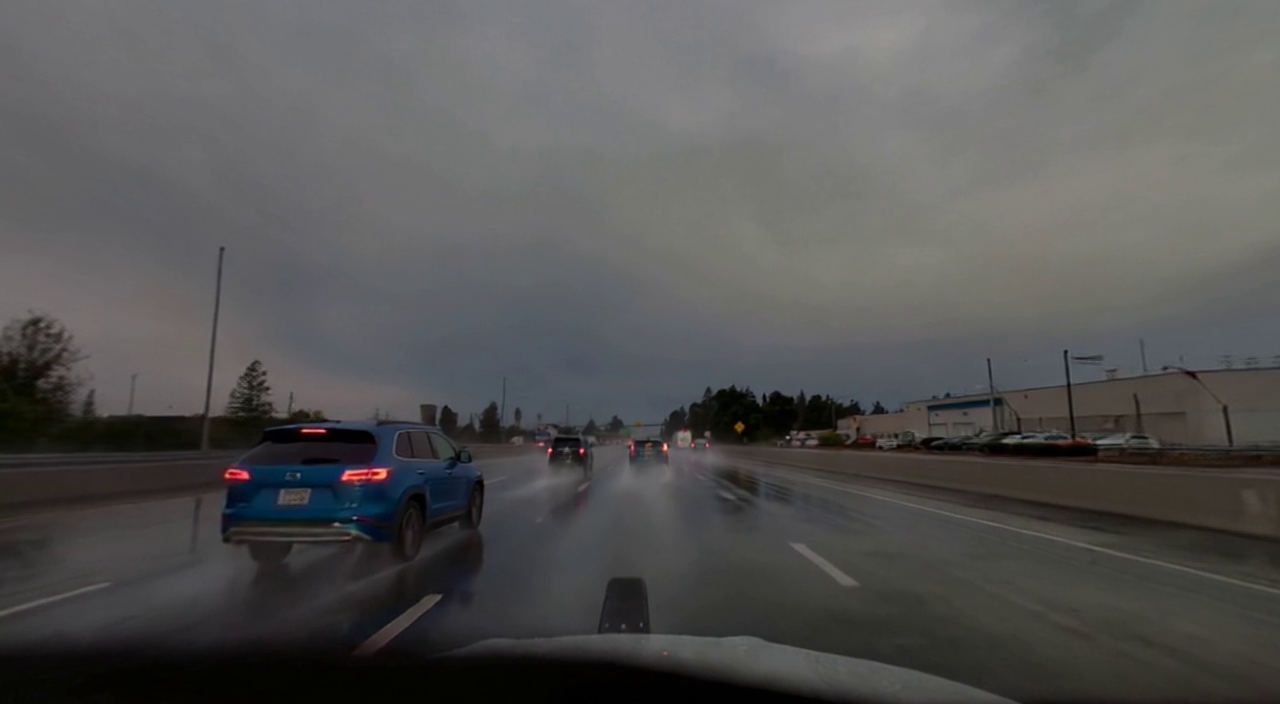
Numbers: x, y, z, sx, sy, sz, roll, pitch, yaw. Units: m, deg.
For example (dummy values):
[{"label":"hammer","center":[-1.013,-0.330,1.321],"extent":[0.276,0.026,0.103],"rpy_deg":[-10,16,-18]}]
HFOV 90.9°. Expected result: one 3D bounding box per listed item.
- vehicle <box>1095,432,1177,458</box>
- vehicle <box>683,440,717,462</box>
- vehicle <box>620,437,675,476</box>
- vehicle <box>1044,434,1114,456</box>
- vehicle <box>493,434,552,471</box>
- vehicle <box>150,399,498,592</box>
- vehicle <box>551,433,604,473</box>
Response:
[{"label":"vehicle","center":[30.036,5.671,38.329],"extent":[1.743,1.467,4.058],"rpy_deg":[0,-8,2]},{"label":"vehicle","center":[4.332,7.201,46.102],"extent":[1.980,1.492,4.442],"rpy_deg":[0,-8,-1]},{"label":"vehicle","center":[0.292,4.337,26.334],"extent":[2.090,1.474,3.970],"rpy_deg":[0,-8,0]},{"label":"vehicle","center":[30.082,6.384,43.365],"extent":[1.749,1.454,4.210],"rpy_deg":[0,-8,0]},{"label":"vehicle","center":[-6.160,5.342,33.809],"extent":[2.125,1.804,4.864],"rpy_deg":[0,-8,1]},{"label":"vehicle","center":[-3.306,1.595,7.868],"extent":[1.961,1.687,4.453],"rpy_deg":[0,-8,1]},{"label":"vehicle","center":[-2.877,4.777,29.985],"extent":[2.007,1.730,4.412],"rpy_deg":[0,-8,1]}]
